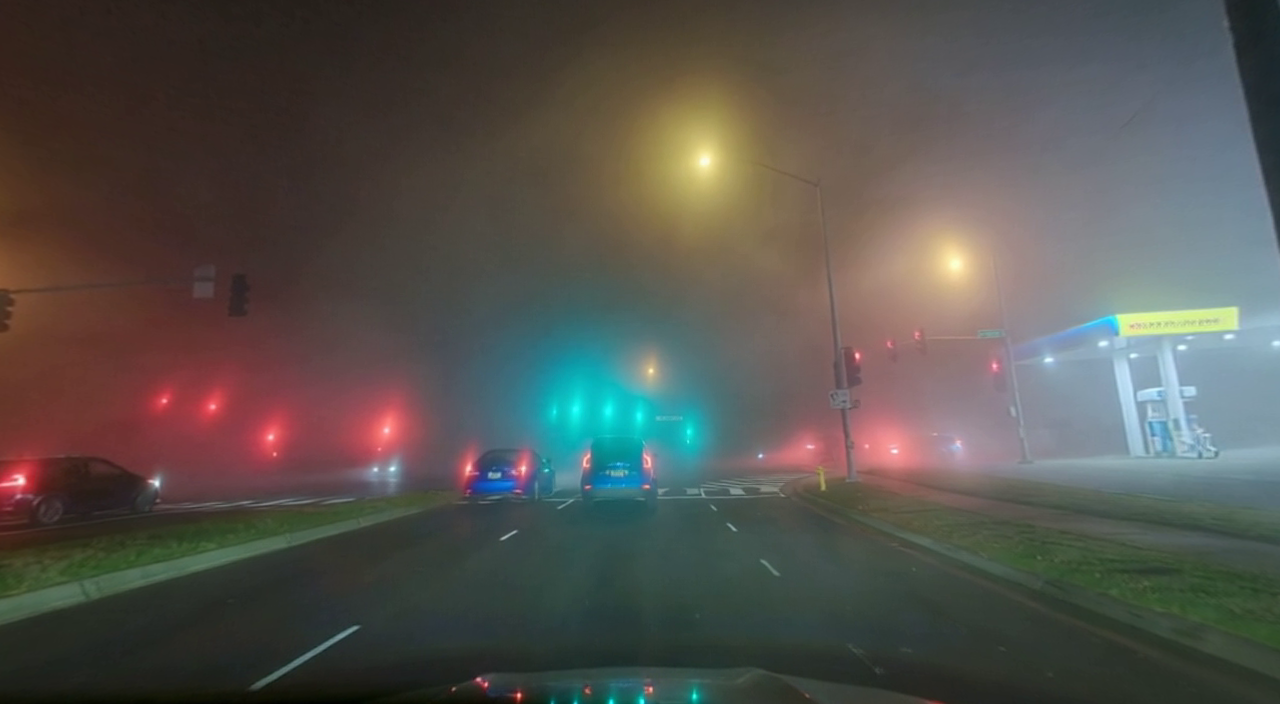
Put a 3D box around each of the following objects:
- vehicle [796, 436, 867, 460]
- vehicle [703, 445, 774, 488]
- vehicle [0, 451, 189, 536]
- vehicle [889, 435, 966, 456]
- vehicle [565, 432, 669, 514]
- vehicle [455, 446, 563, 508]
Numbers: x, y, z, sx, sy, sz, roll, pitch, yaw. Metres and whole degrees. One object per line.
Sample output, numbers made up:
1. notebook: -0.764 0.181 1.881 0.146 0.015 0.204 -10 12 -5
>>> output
1. vehicle: 13.861 6.974 45.951 4.524 1.681 1.823 0 -8 0
2. vehicle: 3.901 4.369 24.494 1.976 1.462 4.342 -3 -9 18
3. vehicle: -13.455 3.193 14.967 1.995 1.626 4.592 0 -8 2
4. vehicle: 20.720 6.762 45.668 4.700 1.417 1.789 0 -8 2
5. vehicle: -0.467 2.888 15.629 2.210 1.722 4.215 0 -8 1
6. vehicle: -3.488 3.397 17.723 2.003 1.492 4.291 0 -8 2
